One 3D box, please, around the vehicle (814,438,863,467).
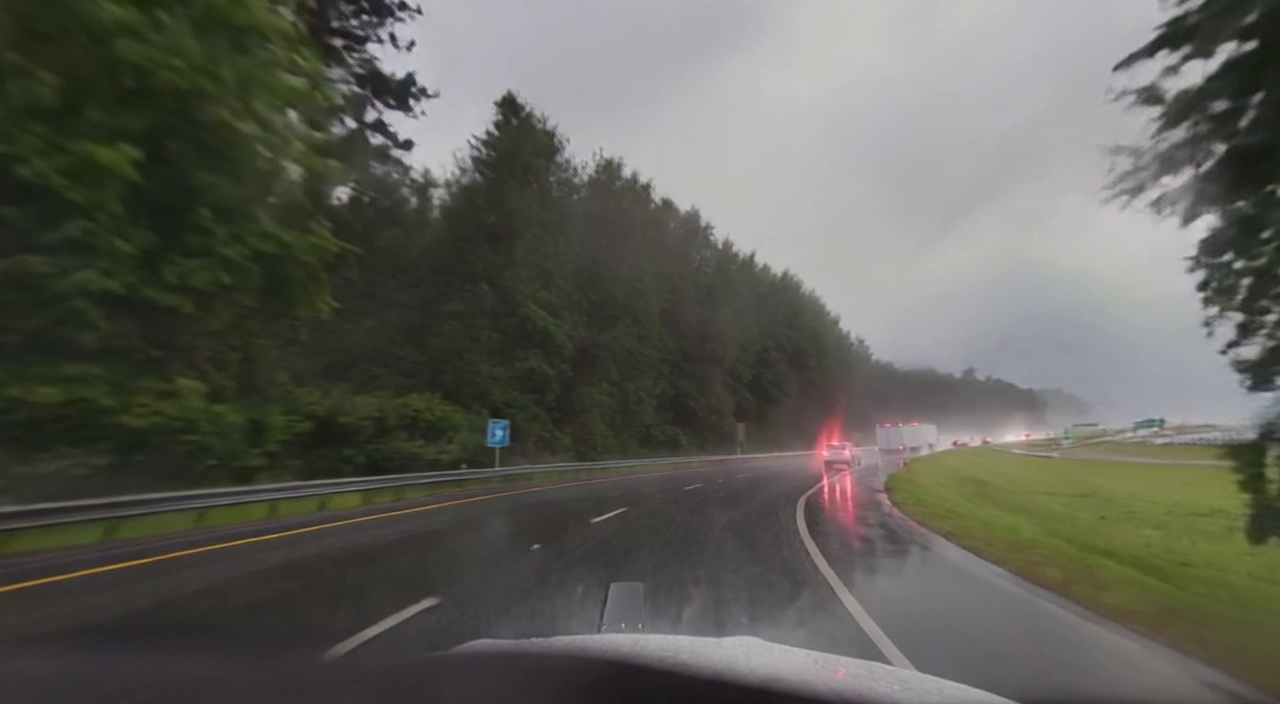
[{"bbox_3d":[12.620,6.347,39.815,2.221,1.674,4.325,-5,-10,26],"label":"vehicle"}]
